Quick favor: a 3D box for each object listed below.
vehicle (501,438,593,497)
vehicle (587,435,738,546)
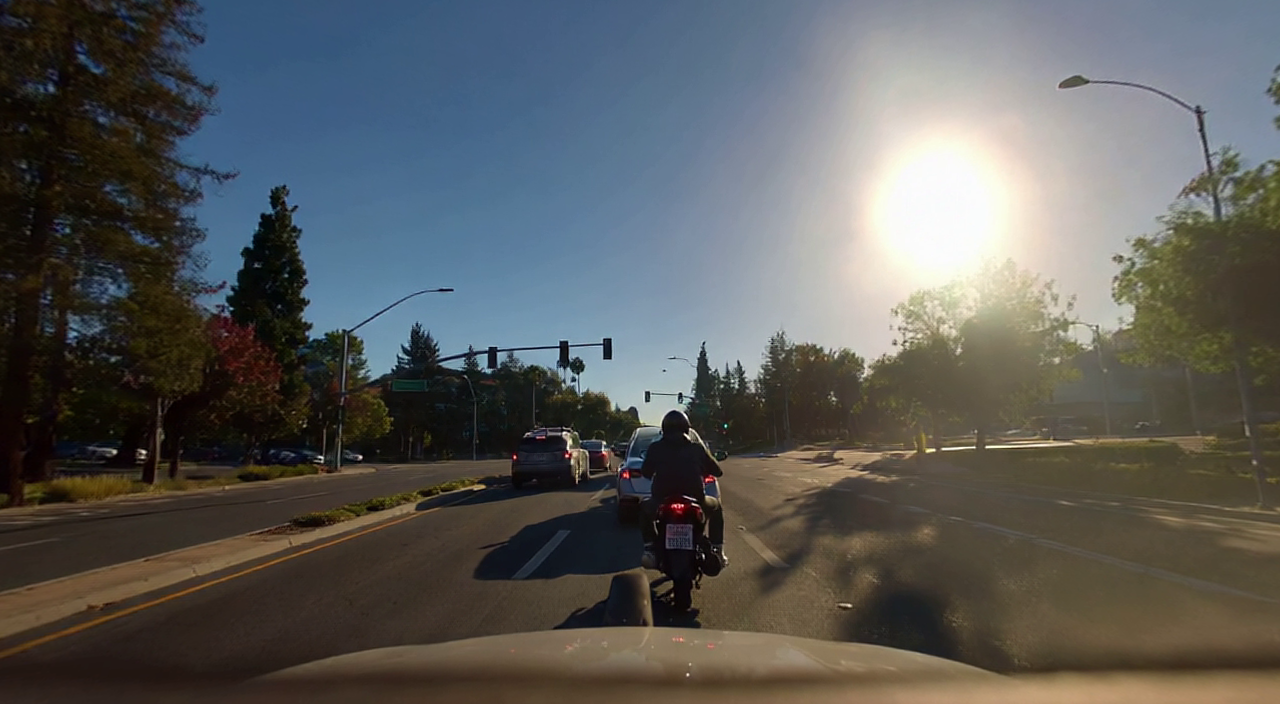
[{"bbox_3d":[-2.549,3.282,18.281,1.979,1.499,3.840,-1,-8,2],"label":"vehicle"},{"bbox_3d":[0.330,2.181,10.743,2.009,1.450,4.608,-1,-8,1],"label":"vehicle"}]
